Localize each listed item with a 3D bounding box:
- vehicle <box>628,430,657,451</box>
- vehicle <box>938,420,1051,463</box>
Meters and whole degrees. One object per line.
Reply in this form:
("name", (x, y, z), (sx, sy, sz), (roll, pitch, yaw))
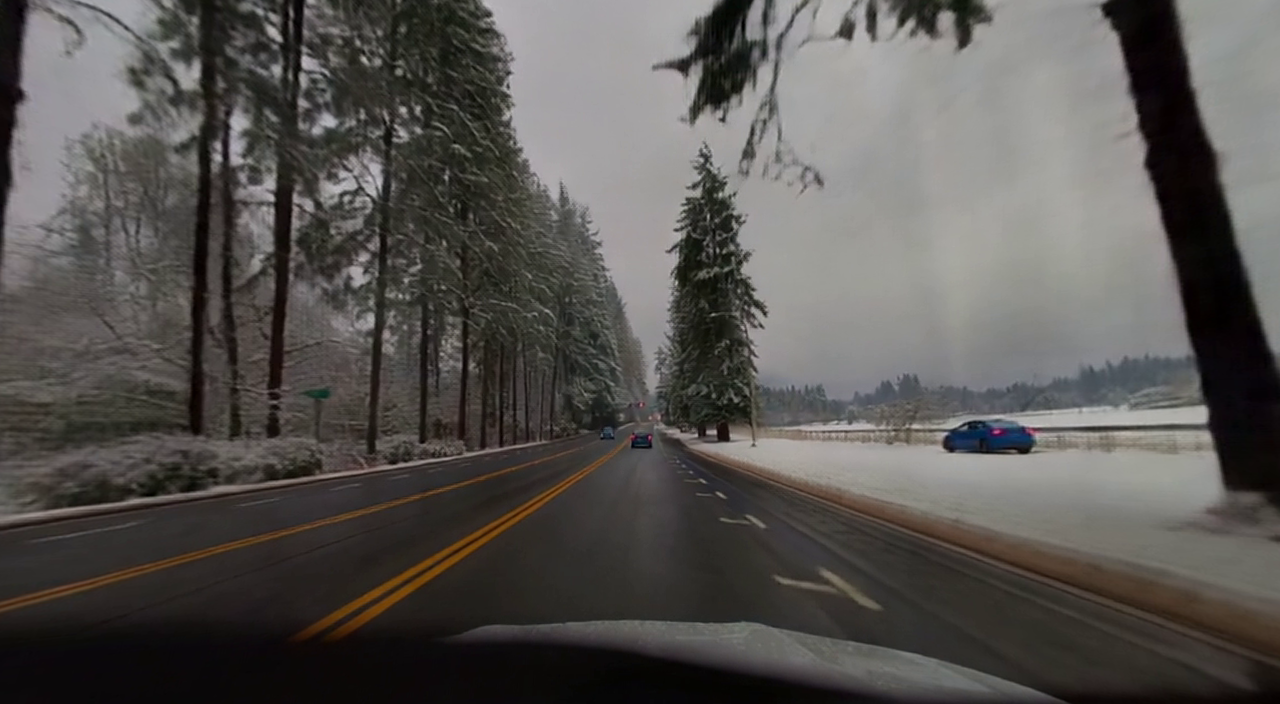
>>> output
("vehicle", (0.204, 6.624, 47.138), (2.067, 1.486, 3.861), (0, -9, 1))
("vehicle", (13.602, 3.484, 24.620), (1.762, 1.479, 4.546), (0, -8, 0))
